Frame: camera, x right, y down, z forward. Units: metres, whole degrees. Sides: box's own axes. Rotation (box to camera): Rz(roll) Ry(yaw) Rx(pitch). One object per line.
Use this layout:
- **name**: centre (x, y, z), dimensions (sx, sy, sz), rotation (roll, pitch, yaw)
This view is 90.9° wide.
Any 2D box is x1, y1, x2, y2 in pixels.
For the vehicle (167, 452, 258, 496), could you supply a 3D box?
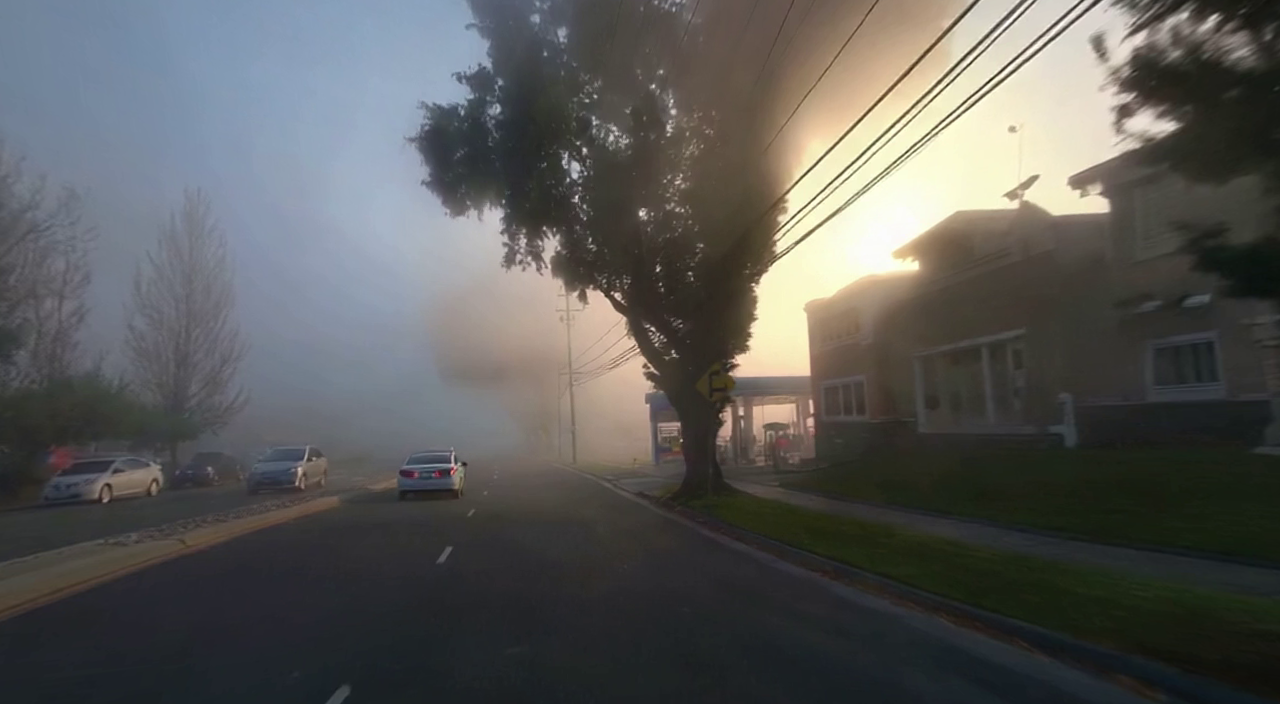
- **vehicle**: centre (-23.022, 6.549, 34.239), dimensions (2.336, 2.092, 4.625), rotation (1, -8, -11)

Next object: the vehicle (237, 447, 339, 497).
- **vehicle**: centre (-13.073, 4.430, 23.777), dimensions (2.129, 1.655, 4.442), rotation (2, -9, -13)

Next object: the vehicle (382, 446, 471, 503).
- **vehicle**: centre (-6.385, 3.648, 19.323), dimensions (2.073, 1.525, 3.968), rotation (1, -9, -12)

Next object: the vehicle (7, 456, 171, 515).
- **vehicle**: centre (-19.767, 4.744, 23.006), dimensions (2.276, 1.760, 4.779), rotation (1, -9, -11)
